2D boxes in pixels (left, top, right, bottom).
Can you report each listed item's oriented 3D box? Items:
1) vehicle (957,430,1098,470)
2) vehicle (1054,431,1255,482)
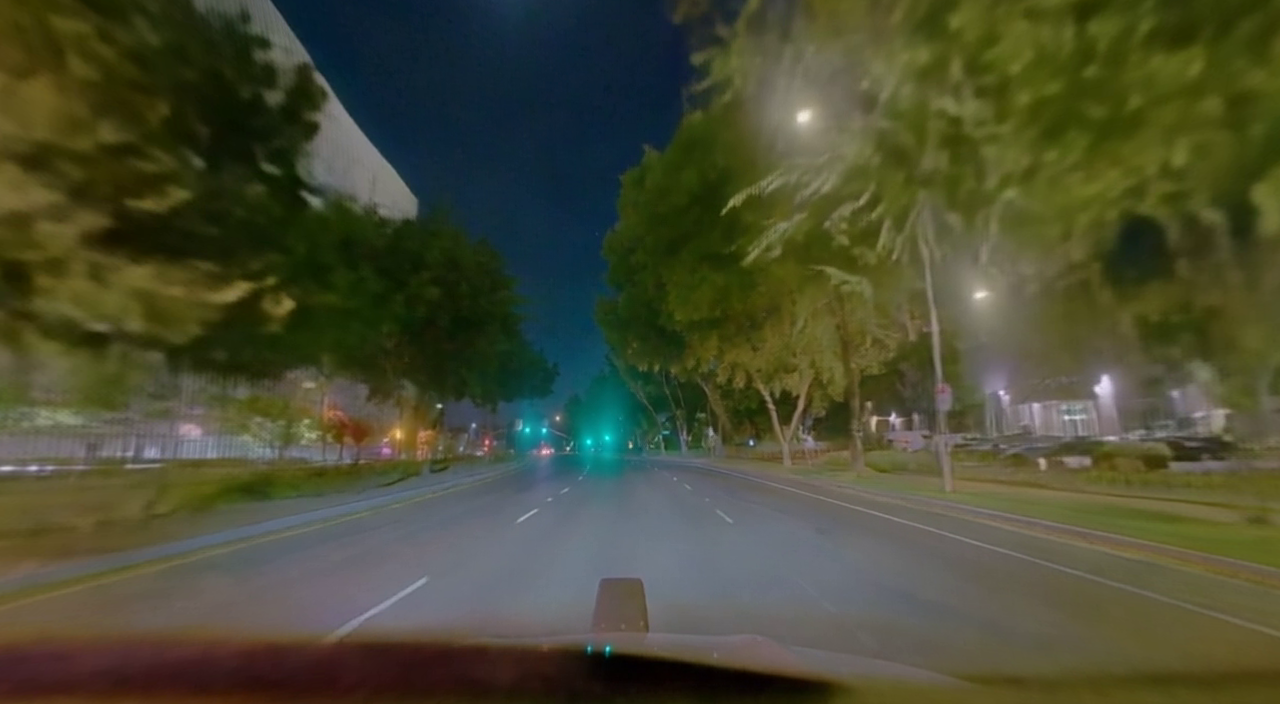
[{"bbox_3d":[15.816,4.009,25.859,4.526,1.517,1.979,1,-9,-4],"label":"vehicle"},{"bbox_3d":[15.396,3.129,19.096,4.120,1.357,2.170,-2,-7,2],"label":"vehicle"}]
